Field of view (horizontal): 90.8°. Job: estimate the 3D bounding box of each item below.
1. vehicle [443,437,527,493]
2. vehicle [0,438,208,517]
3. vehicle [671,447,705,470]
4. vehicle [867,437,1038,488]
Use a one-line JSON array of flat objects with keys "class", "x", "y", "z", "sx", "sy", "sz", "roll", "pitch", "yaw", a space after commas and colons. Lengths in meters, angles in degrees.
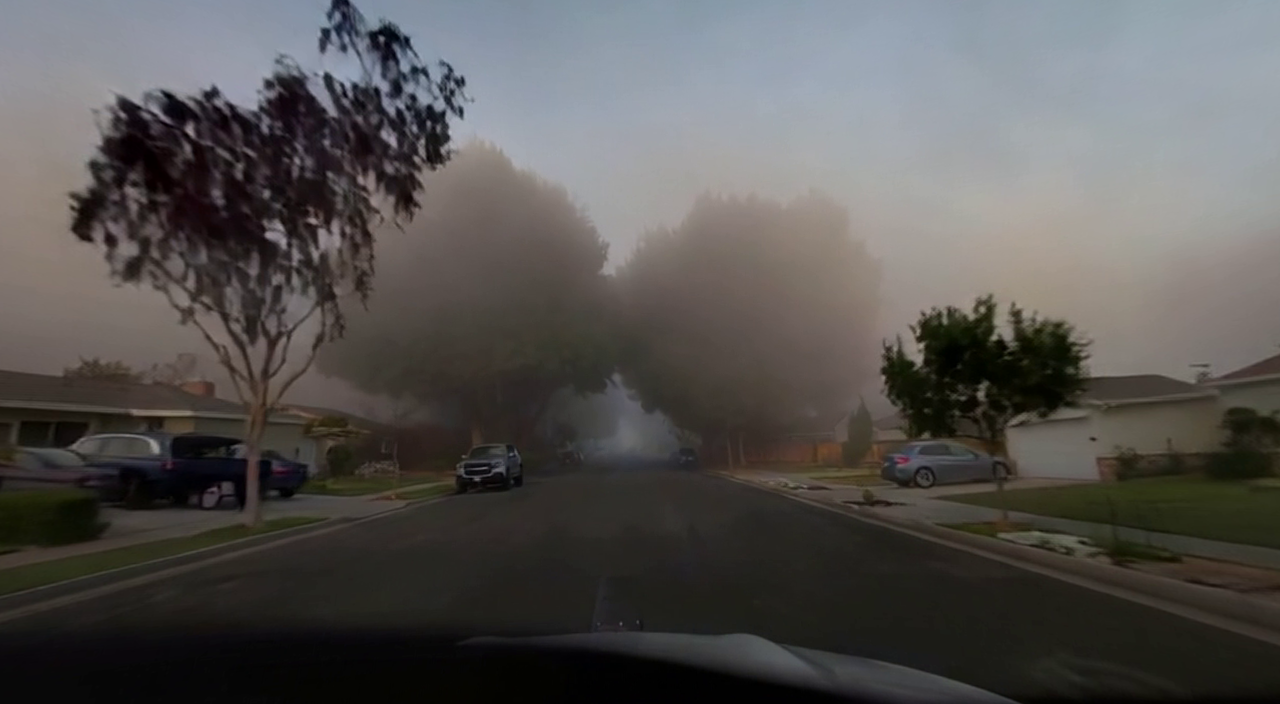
[{"class": "vehicle", "x": -6.000, "y": 4.444, "z": 25.226, "sx": 2.341, "sy": 1.942, "sz": 5.044, "roll": 0, "pitch": -9, "yaw": -3}, {"class": "vehicle", "x": -12.554, "y": 2.629, "z": 13.532, "sx": 5.040, "sy": 1.541, "sz": 2.042, "roll": 0, "pitch": -9, "yaw": 0}, {"class": "vehicle", "x": 3.458, "y": 7.818, "z": 46.567, "sx": 1.996, "sy": 1.585, "sz": 4.371, "roll": 0, "pitch": -9, "yaw": -2}, {"class": "vehicle", "x": 9.989, "y": 3.545, "z": 20.435, "sx": 4.497, "sy": 1.564, "sz": 1.948, "roll": 0, "pitch": -9, "yaw": -3}]
